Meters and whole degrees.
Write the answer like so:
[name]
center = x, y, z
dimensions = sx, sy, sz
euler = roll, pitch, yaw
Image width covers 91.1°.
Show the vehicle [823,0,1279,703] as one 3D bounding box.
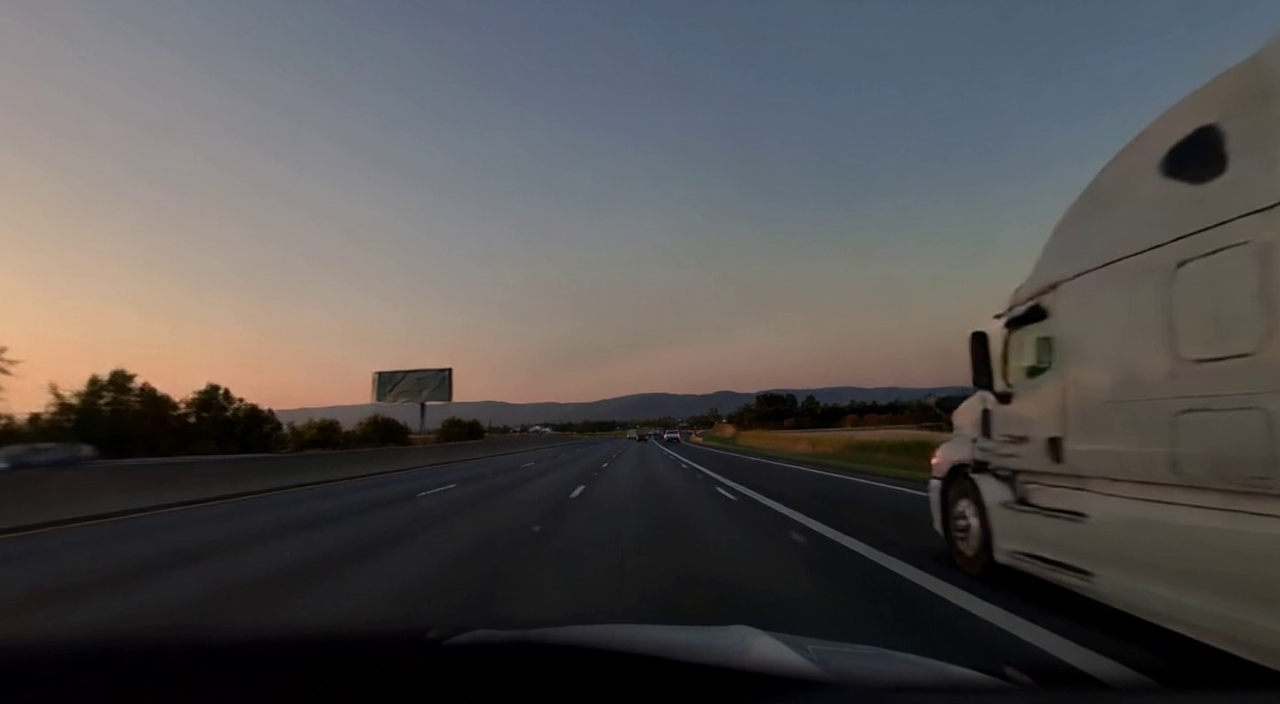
[vehicle]
center = 4.149, 0.030, 5.782
dimensions = 3.049, 3.826, 6.146
euler = 0, -8, 1
